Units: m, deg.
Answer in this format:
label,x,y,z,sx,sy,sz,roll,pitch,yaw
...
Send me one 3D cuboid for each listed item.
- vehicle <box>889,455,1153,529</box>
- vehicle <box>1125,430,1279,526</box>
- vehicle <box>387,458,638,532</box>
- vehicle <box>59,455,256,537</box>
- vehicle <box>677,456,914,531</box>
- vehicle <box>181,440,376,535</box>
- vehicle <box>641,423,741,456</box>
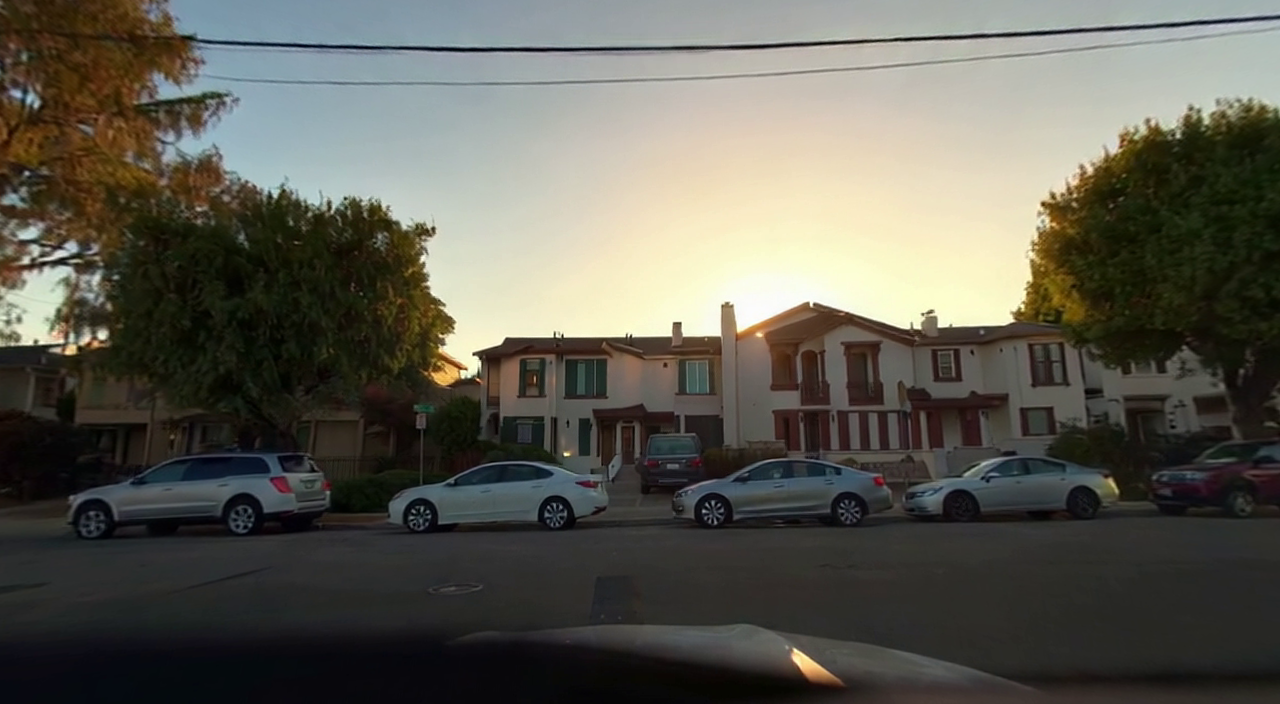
label,x,y,z,sx,sy,sz,roll,pitch,yaw
vehicle,8.337,3.055,14.049,4.785,1.471,1.798,1,-8,-4
vehicle,14.508,2.834,14.567,4.513,1.970,2.512,1,-8,-4
vehicle,-2.594,3.077,13.788,5.075,1.436,1.863,0,-8,0
vehicle,-11.612,3.425,15.572,1.827,1.648,4.030,0,-9,-4
vehicle,3.197,3.028,13.699,4.663,1.452,1.801,0,-8,0
vehicle,-8.621,3.212,15.649,2.046,1.969,4.585,0,-9,1
vehicle,2.369,4.183,30.033,4.565,1.479,1.775,0,-8,-2
